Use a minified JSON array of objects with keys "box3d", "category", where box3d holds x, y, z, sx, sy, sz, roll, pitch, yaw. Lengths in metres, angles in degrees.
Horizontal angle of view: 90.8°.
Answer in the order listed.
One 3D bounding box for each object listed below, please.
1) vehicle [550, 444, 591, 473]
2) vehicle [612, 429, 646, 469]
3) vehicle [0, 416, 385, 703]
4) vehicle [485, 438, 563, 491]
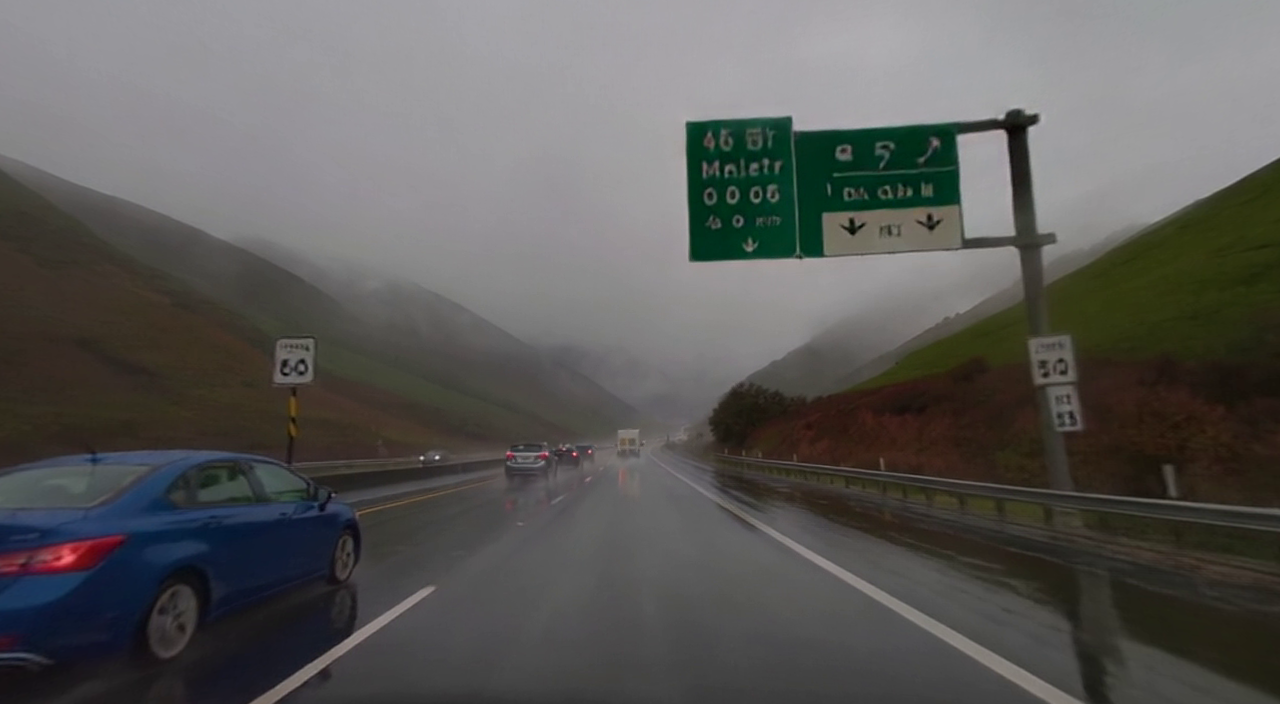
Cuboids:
[{"box3d":[-4.164,6.424,38.333,2.044,1.624,4.032,0,-9,0],"category":"vehicle"},{"box3d":[-0.714,6.909,44.749,2.227,2.611,5.900,0,-9,0],"category":"vehicle"},{"box3d":[-3.775,1.301,4.578,1.988,1.440,4.504,0,-9,-1],"category":"vehicle"},{"box3d":[-4.069,4.025,22.883,2.073,1.694,4.162,0,-9,0],"category":"vehicle"}]
